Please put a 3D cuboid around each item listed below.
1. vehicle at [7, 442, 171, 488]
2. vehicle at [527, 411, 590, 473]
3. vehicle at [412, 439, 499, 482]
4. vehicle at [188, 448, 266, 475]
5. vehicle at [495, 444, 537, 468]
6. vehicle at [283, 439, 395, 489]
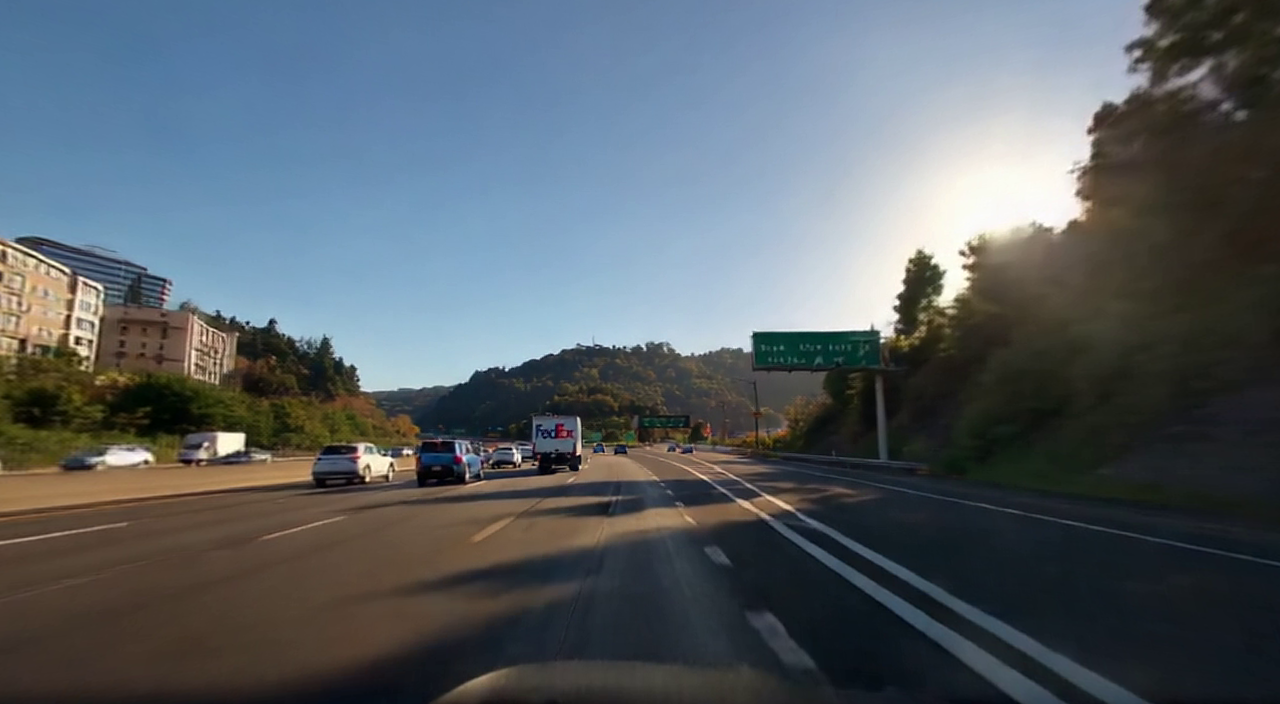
[{"bbox_3d":[-20.547,4.204,23.872,2.002,1.540,4.662,0,-8,0],"label":"vehicle"},{"bbox_3d":[-4.534,5.237,36.584,2.798,3.212,7.573,0,-8,-1],"label":"vehicle"},{"bbox_3d":[-8.165,4.849,28.555,2.461,1.767,4.991,0,-8,0],"label":"vehicle"},{"bbox_3d":[-24.926,6.587,38.258,1.817,1.457,4.305,1,-8,-1],"label":"vehicle"},{"bbox_3d":[-8.794,7.403,45.138,2.143,1.628,4.559,0,-8,-1],"label":"vehicle"},{"bbox_3d":[-11.903,4.432,25.359,2.188,1.784,4.724,0,-8,-1],"label":"vehicle"}]
